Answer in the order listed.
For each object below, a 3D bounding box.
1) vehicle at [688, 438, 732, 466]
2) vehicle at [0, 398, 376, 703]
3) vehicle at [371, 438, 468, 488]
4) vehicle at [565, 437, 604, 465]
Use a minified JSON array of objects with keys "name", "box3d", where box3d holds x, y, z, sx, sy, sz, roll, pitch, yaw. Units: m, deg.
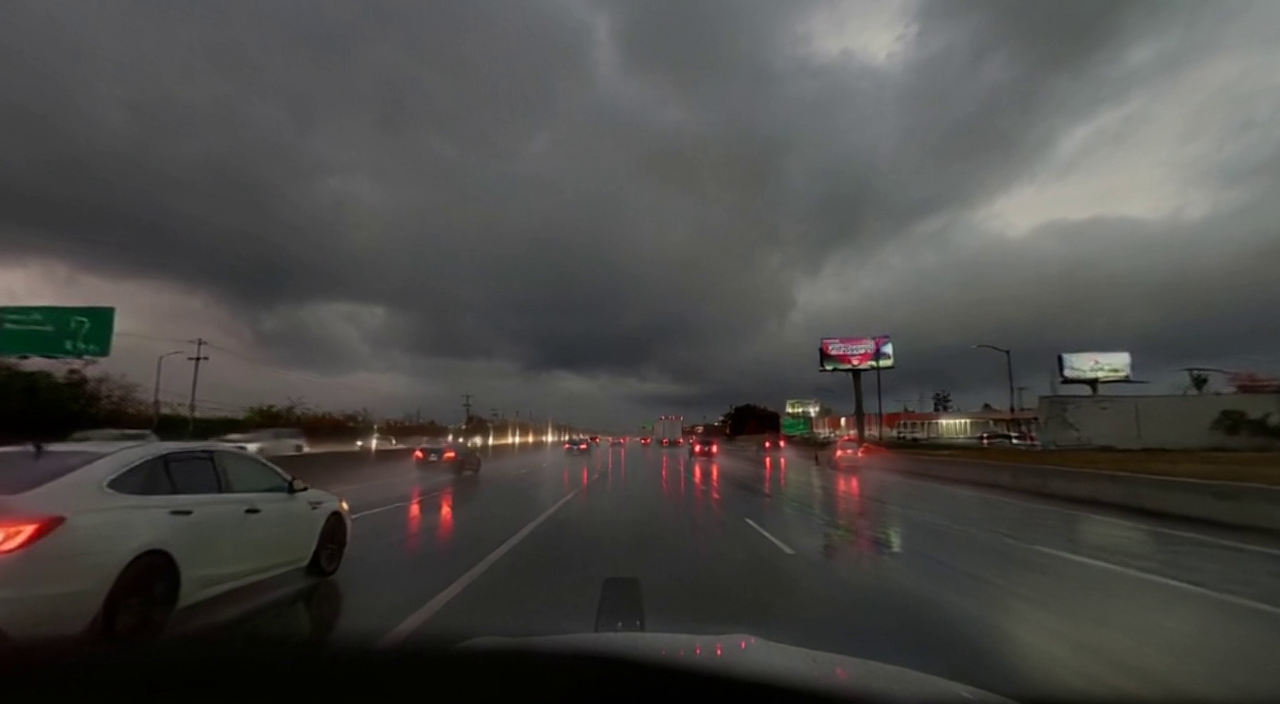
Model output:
[{"name":"vehicle","box3d":[4.143,6.008,37.958,2.135,1.532,4.506,1,-9,0]},{"name":"vehicle","box3d":[-3.780,1.198,4.315,2.008,1.504,4.264,0,-9,1]},{"name":"vehicle","box3d":[-7.248,3.687,21.125,1.865,1.518,3.620,0,-9,1]},{"name":"vehicle","box3d":[-3.334,6.042,38.566,2.001,1.577,4.055,0,-9,1]}]
